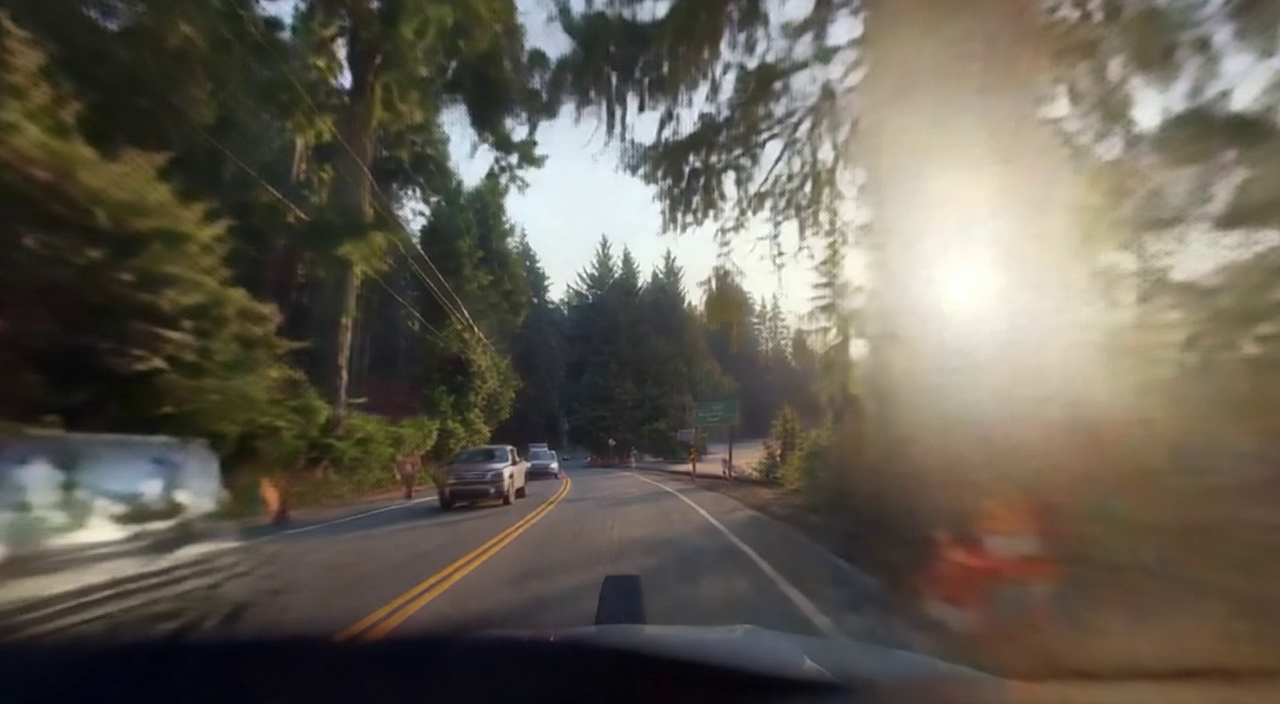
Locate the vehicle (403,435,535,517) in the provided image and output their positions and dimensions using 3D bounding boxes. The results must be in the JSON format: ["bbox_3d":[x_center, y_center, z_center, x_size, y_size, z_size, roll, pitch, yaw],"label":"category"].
[{"bbox_3d":[-4.036,3.000,15.904,2.177,1.721,4.794,1,-8,-3],"label":"vehicle"}]

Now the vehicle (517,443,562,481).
[{"bbox_3d":[-5.060,5.573,32.392,2.057,1.792,4.457,1,-9,-7],"label":"vehicle"}]

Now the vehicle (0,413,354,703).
[{"bbox_3d":[-3.079,0.980,2.413,2.032,1.444,4.164,0,-8,0],"label":"vehicle"}]
